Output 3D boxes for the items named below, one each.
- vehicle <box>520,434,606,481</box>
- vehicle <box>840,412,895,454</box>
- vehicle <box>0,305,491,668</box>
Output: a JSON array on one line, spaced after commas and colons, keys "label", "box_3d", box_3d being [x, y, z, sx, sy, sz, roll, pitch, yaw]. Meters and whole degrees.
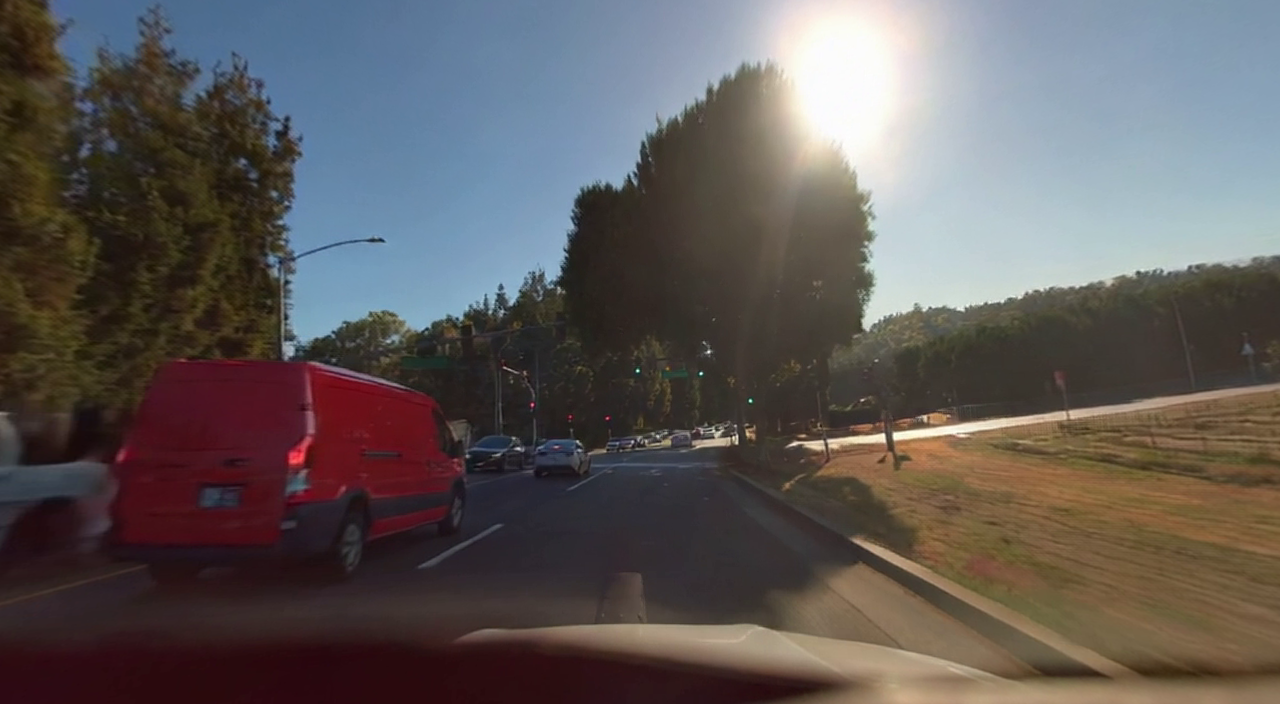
[{"label": "vehicle", "box_3d": [-2.620, 3.751, 22.668, 2.088, 1.484, 4.572, -1, -8, 6]}, {"label": "vehicle", "box_3d": [10.896, 3.904, 30.071, 2.434, 1.886, 1.216, 6, -10, -35]}, {"label": "vehicle", "box_3d": [-3.382, 1.156, 6.451, 2.362, 2.185, 5.212, 0, -8, 1]}]
